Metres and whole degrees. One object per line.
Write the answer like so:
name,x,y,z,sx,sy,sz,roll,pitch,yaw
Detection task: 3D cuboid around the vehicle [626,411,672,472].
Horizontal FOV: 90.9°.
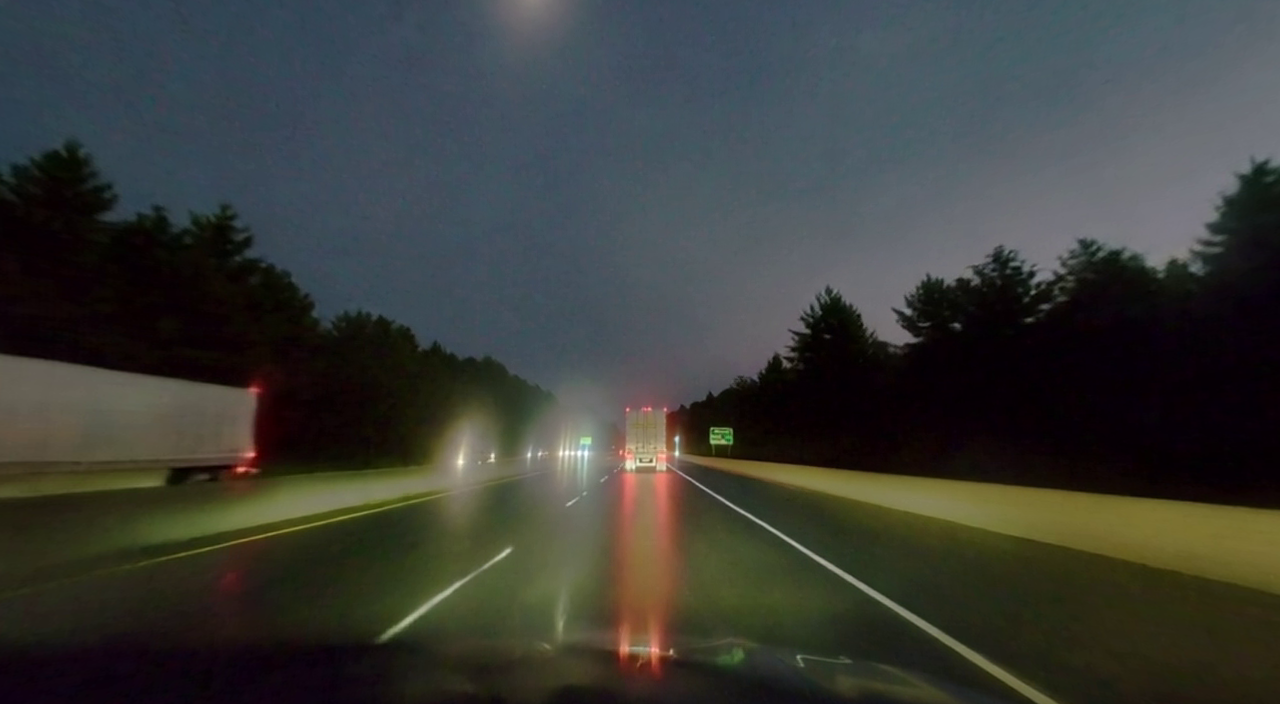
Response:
vehicle,0.641,6.726,46.780,3.024,3.965,10.399,0,-9,0

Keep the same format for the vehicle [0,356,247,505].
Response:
vehicle,-16.998,2.647,20.483,2.841,3.830,8.307,0,-9,1
